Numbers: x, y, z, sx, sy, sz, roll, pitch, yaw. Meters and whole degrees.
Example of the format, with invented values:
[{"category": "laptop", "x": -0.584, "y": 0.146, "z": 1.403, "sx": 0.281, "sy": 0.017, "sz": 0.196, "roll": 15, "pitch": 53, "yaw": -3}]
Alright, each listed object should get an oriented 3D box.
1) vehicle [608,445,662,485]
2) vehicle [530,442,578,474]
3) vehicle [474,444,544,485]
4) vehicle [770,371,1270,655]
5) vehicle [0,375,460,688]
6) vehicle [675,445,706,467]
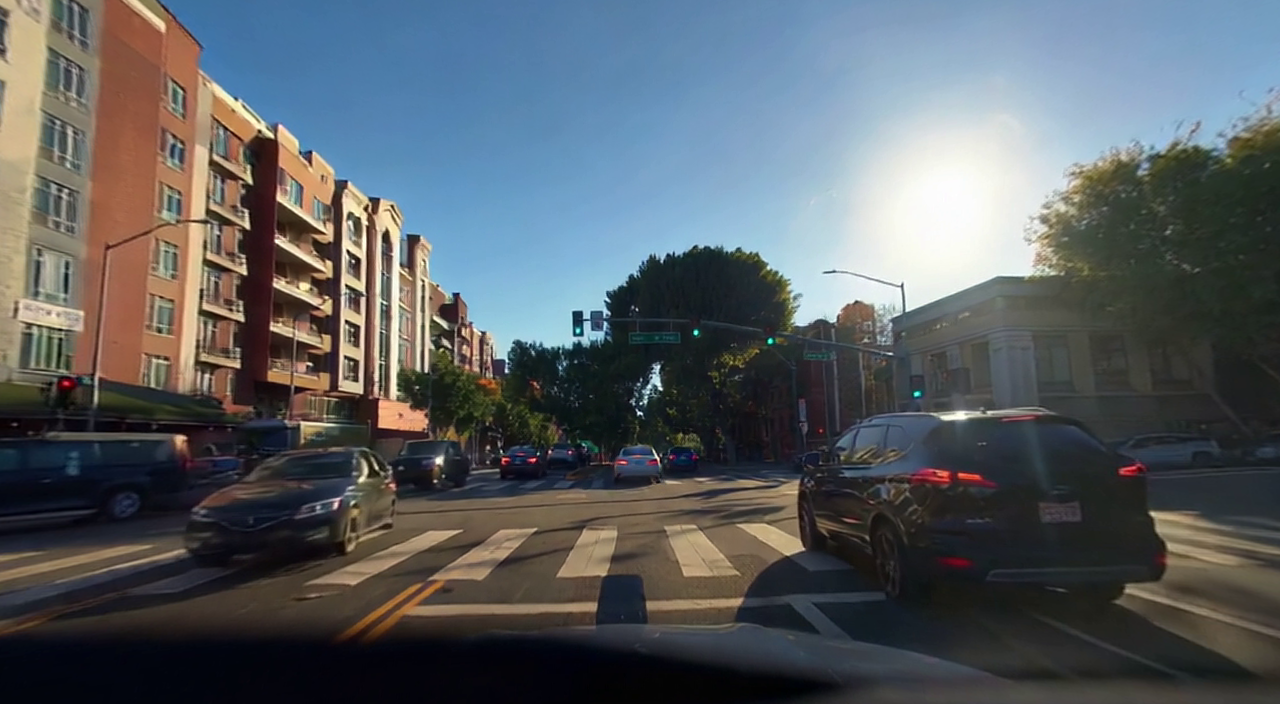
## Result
[{"category": "vehicle", "x": -0.229, "y": 4.590, "z": 26.101, "sx": 2.059, "sy": 1.492, "sz": 4.033, "roll": 0, "pitch": -8, "yaw": -1}, {"category": "vehicle", "x": -5.153, "y": 6.414, "z": 38.506, "sx": 2.275, "sy": 1.816, "sz": 4.923, "roll": 0, "pitch": -8, "yaw": -1}, {"category": "vehicle", "x": -5.665, "y": 4.918, "z": 27.907, "sx": 2.062, "sy": 1.532, "sz": 4.830, "roll": -3, "pitch": -9, "yaw": 0}, {"category": "vehicle", "x": 3.006, "y": 1.395, "z": 6.614, "sx": 2.129, "sy": 1.844, "sz": 4.767, "roll": 0, "pitch": -8, "yaw": -2}, {"category": "vehicle", "x": -3.337, "y": 1.407, "z": 6.200, "sx": 2.031, "sy": 1.873, "sz": 4.581, "roll": 0, "pitch": -8, "yaw": -3}, {"category": "vehicle", "x": 3.824, "y": 7.952, "z": 48.462, "sx": 1.906, "sy": 1.608, "sz": 4.050, "roll": 0, "pitch": -8, "yaw": -1}]
